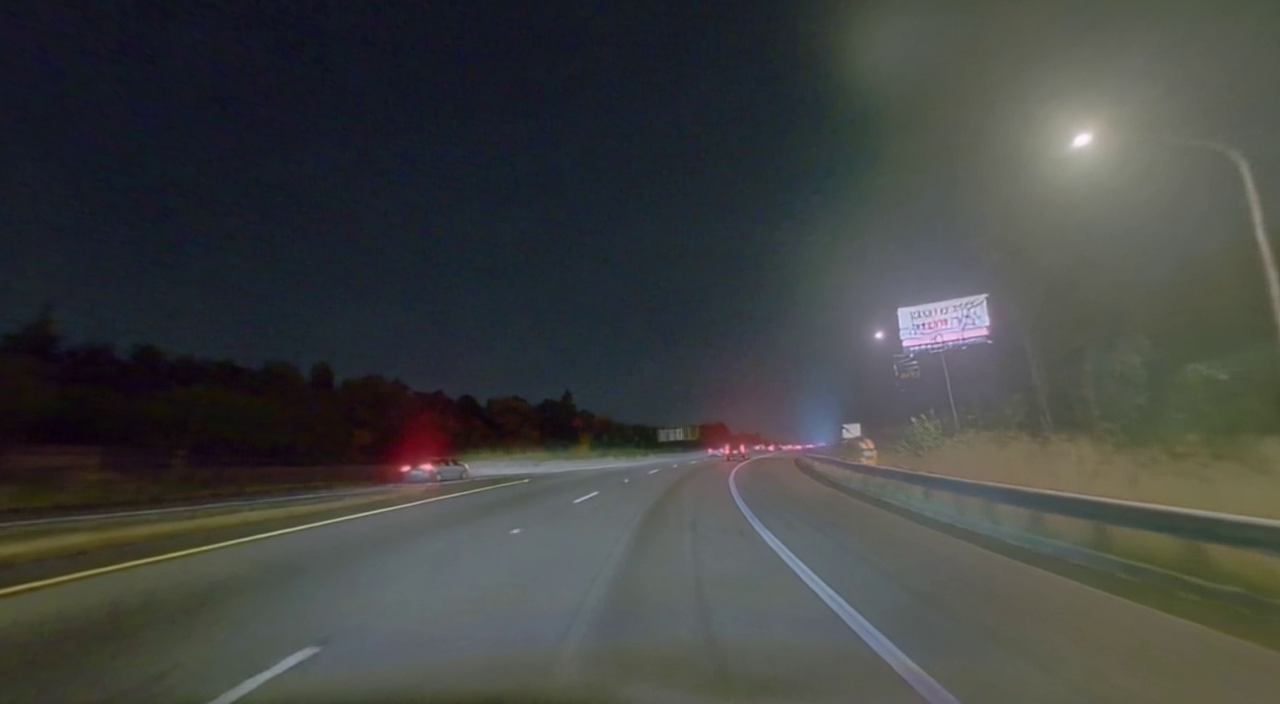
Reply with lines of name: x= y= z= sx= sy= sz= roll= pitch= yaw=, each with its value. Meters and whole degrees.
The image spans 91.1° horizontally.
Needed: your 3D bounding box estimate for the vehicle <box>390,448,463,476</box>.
vehicle: x=-14.300 y=7.368 z=42.310 sx=2.145 sy=1.717 sz=4.448 roll=-4 pitch=-9 yaw=23
